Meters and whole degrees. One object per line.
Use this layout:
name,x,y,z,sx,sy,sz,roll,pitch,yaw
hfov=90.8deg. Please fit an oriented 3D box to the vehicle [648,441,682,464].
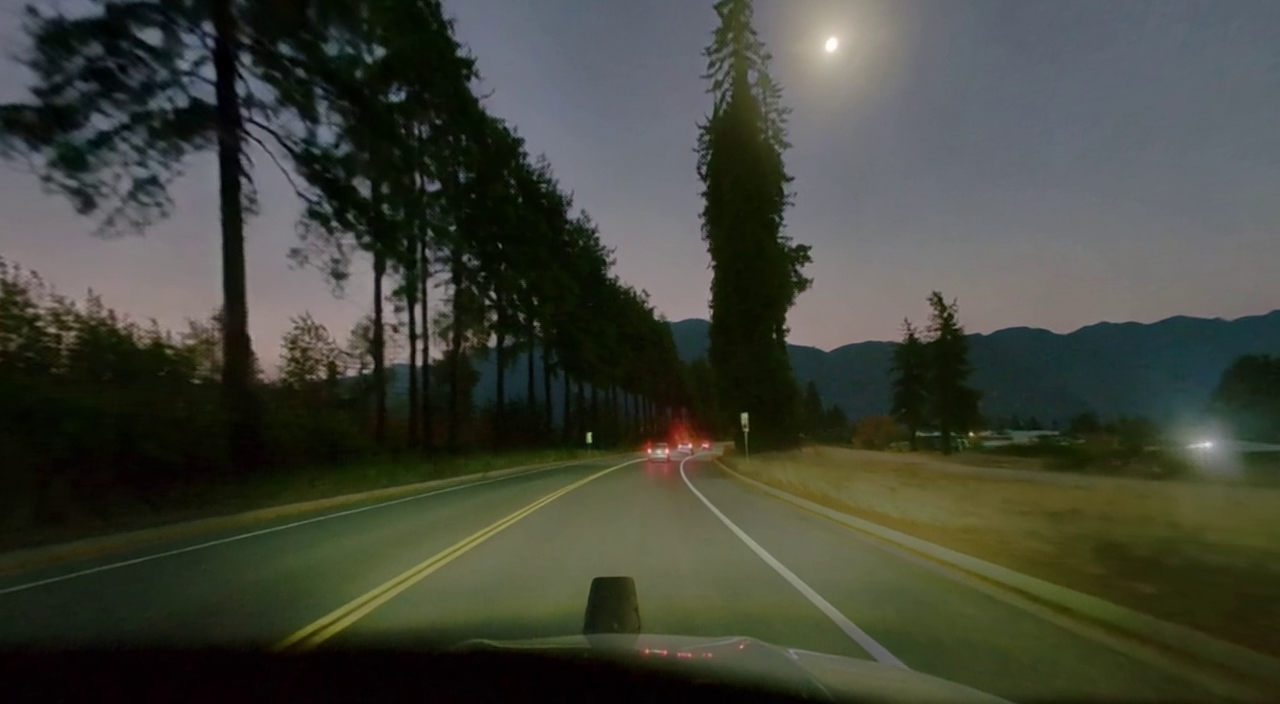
vehicle,1.730,6.783,42.666,2.071,1.474,4.047,-1,-8,5
